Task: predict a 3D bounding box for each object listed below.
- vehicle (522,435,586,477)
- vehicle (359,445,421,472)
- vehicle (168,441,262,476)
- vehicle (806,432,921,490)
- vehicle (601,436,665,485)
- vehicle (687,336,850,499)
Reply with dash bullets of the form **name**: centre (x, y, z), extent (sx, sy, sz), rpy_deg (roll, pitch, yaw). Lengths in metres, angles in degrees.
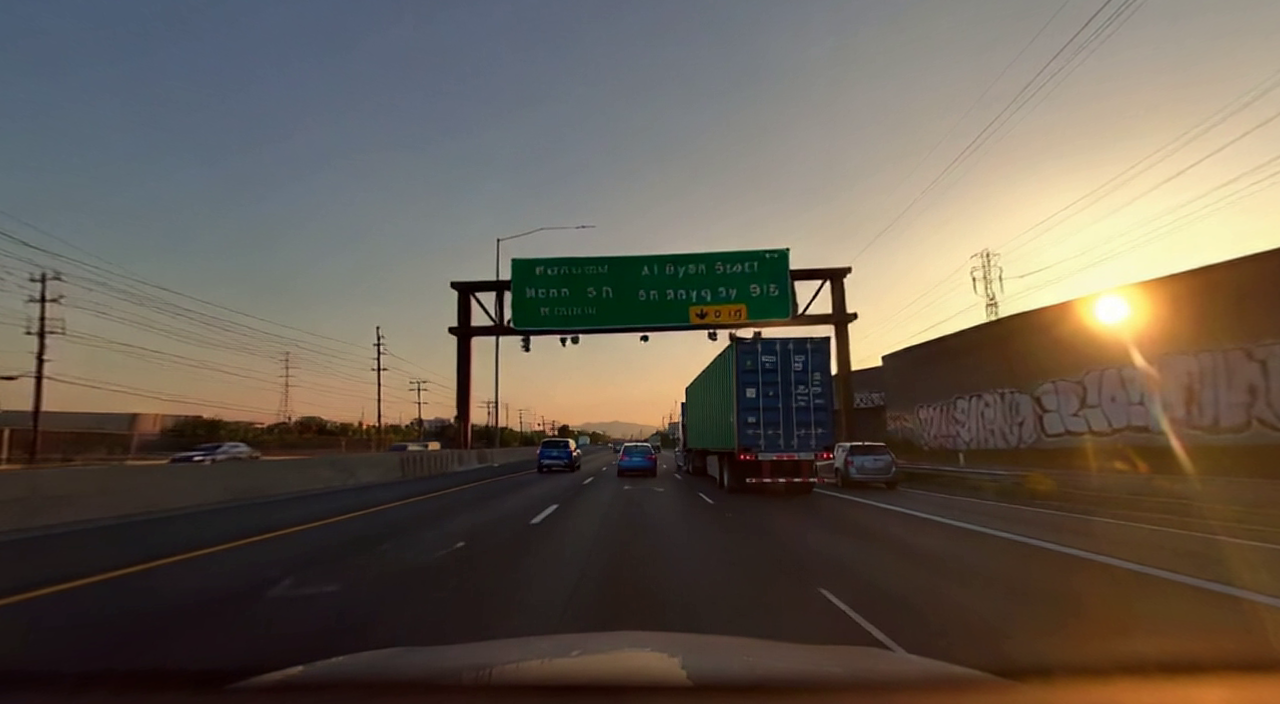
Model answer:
- **vehicle**: centre (-3.984, 4.932, 30.063), extent (2.264, 1.804, 4.584), rpy_deg (0, -9, 2)
- **vehicle**: centre (-14.545, 6.220, 37.068), extent (1.959, 1.487, 4.293), rpy_deg (0, -9, -2)
- **vehicle**: centre (-21.639, 5.438, 32.430), extent (1.869, 1.663, 4.408), rpy_deg (0, -9, -2)
- **vehicle**: centre (7.328, 3.639, 21.350), extent (2.202, 1.731, 4.628), rpy_deg (0, -9, 0)
- **vehicle**: centre (-0.254, 4.029, 23.713), extent (2.191, 1.685, 4.015), rpy_deg (0, -9, 0)
- **vehicle**: centre (3.649, 2.587, 22.273), extent (2.800, 4.039, 13.179), rpy_deg (0, -9, -1)
